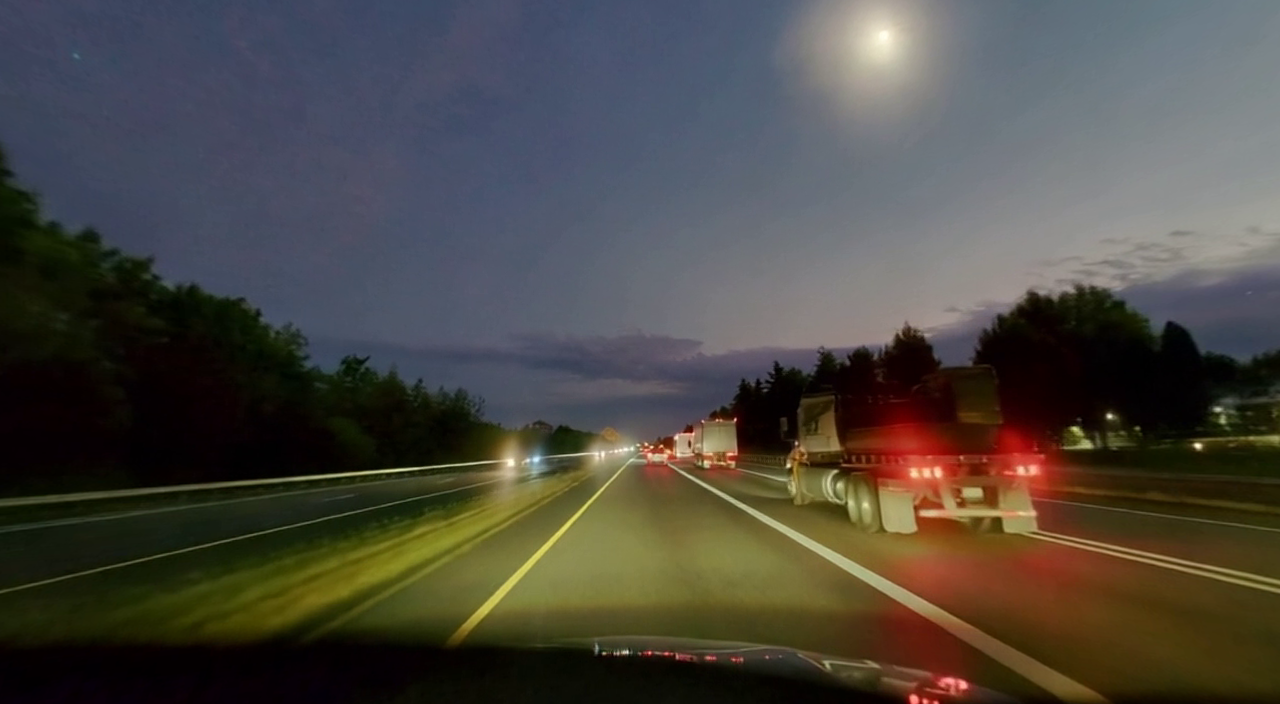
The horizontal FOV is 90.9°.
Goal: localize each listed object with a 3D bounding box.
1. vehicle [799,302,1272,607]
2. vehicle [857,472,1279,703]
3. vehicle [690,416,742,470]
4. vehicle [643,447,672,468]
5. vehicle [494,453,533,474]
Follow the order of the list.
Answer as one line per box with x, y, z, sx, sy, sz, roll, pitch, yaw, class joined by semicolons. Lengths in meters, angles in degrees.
4.349;1.351;8.812;2.569;2.783;5.984;0;-9;-1;vehicle
4.449;1.252;2.438;2.472;1.036;13.239;0;-9;-1;vehicle
5.092;6.289;43.574;2.743;3.367;7.306;0;-9;1;vehicle
1.239;7.719;46.314;2.049;1.500;3.790;0;-9;0;vehicle
-9.167;8.119;46.048;1.835;1.456;4.202;0;-9;2;vehicle
